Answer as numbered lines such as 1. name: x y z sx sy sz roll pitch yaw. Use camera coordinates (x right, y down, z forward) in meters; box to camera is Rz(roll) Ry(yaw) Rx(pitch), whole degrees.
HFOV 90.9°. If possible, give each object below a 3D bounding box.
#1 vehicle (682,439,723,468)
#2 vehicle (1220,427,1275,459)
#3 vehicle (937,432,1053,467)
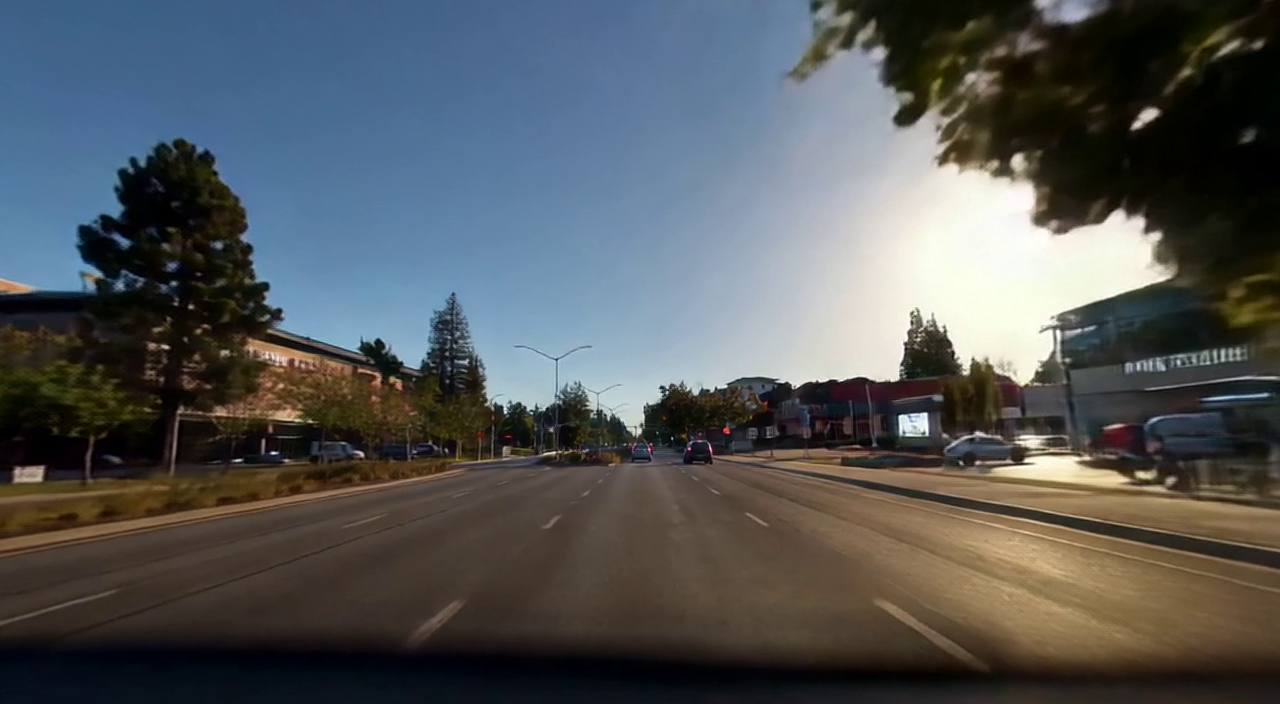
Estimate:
1. vehicle: 3.853 6.290 39.411 2.007 1.683 4.171 0 -8 -1
2. vehicle: 34.303 5.129 35.526 1.938 1.709 4.666 -9 -12 44
3. vehicle: 16.908 4.660 30.180 4.233 1.562 2.143 -1 -8 1
